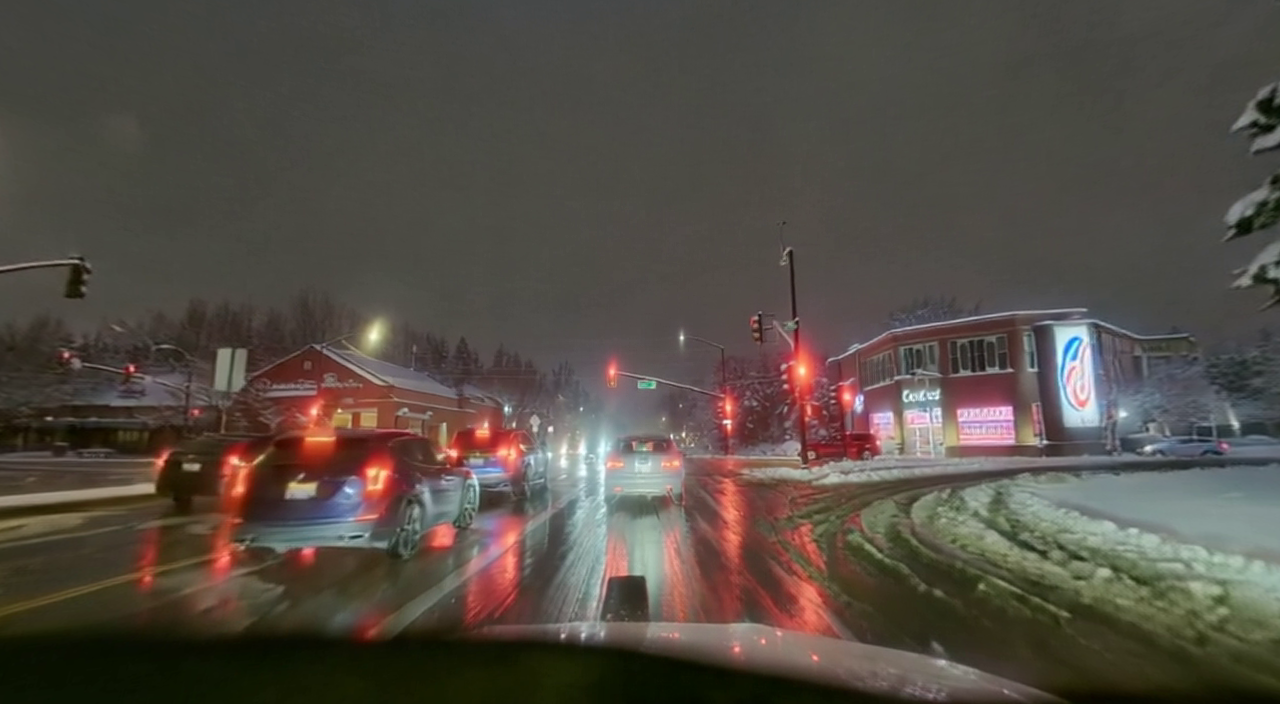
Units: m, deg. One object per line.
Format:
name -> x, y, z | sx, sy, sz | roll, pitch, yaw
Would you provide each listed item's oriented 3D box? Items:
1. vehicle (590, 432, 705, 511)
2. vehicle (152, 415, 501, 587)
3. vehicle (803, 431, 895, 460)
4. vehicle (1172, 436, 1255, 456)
vehicle -> 0.236, 2.633, 14.408 | 2.258, 1.507, 3.896 | -1, -8, 3
vehicle -> -3.290, 1.653, 7.870 | 2.029, 1.517, 4.375 | 0, -8, 1
vehicle -> 13.078, 5.866, 39.617 | 5.032, 1.762, 1.982 | 0, -8, 0
vehicle -> 43.691, 7.150, 48.039 | 4.582, 1.442, 1.860 | 0, -8, -3
